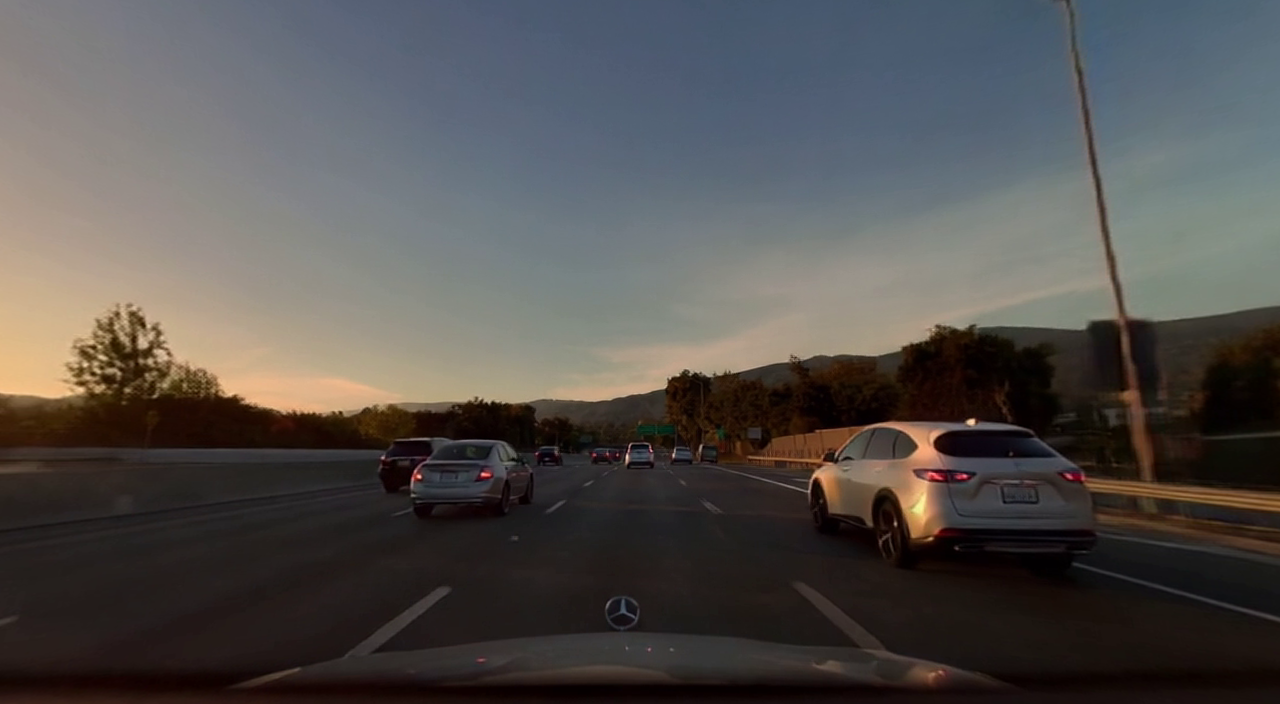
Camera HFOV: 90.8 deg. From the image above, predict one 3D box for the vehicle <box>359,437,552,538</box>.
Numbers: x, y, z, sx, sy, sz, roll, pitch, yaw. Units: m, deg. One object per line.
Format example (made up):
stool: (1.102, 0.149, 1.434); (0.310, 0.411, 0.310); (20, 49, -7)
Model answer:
vehicle: (-3.156, 2.412, 12.066); (2.130, 1.514, 4.766); (0, -8, 1)

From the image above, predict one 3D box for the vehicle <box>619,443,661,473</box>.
vehicle: (0.037, 6.437, 38.723); (2.408, 1.748, 4.217); (0, -8, 1)

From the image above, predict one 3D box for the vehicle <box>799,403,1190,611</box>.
vehicle: (3.534, 1.616, 7.592); (2.029, 1.716, 4.545); (0, -8, 0)

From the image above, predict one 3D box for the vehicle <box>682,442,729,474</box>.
vehicle: (3.802, 6.249, 37.476); (2.320, 1.735, 4.408); (0, -8, 0)
